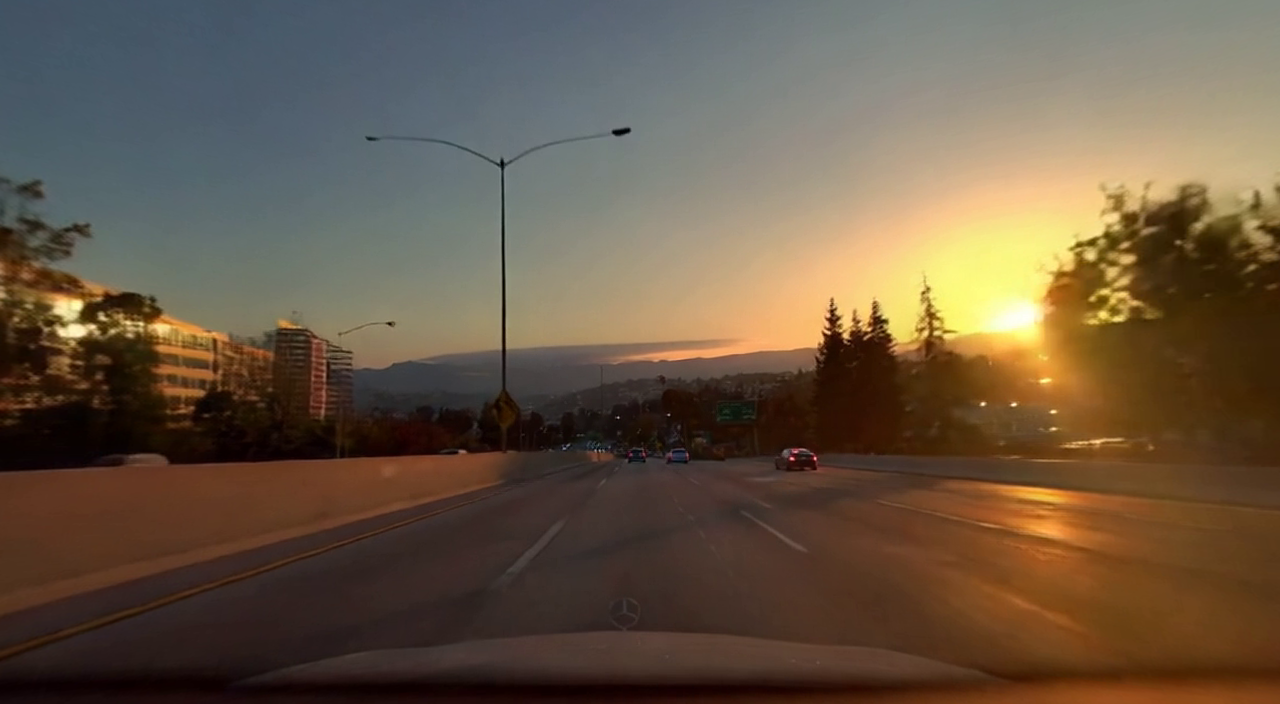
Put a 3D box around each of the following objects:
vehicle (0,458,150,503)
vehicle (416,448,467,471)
[{"bbox_3d":[-20.980,4.720,23.578,1.857,1.432,4.397,0,-9,0],"label":"vehicle"},{"bbox_3d":[-14.203,7.706,45.547,1.990,1.479,5.124,0,-8,1],"label":"vehicle"}]
